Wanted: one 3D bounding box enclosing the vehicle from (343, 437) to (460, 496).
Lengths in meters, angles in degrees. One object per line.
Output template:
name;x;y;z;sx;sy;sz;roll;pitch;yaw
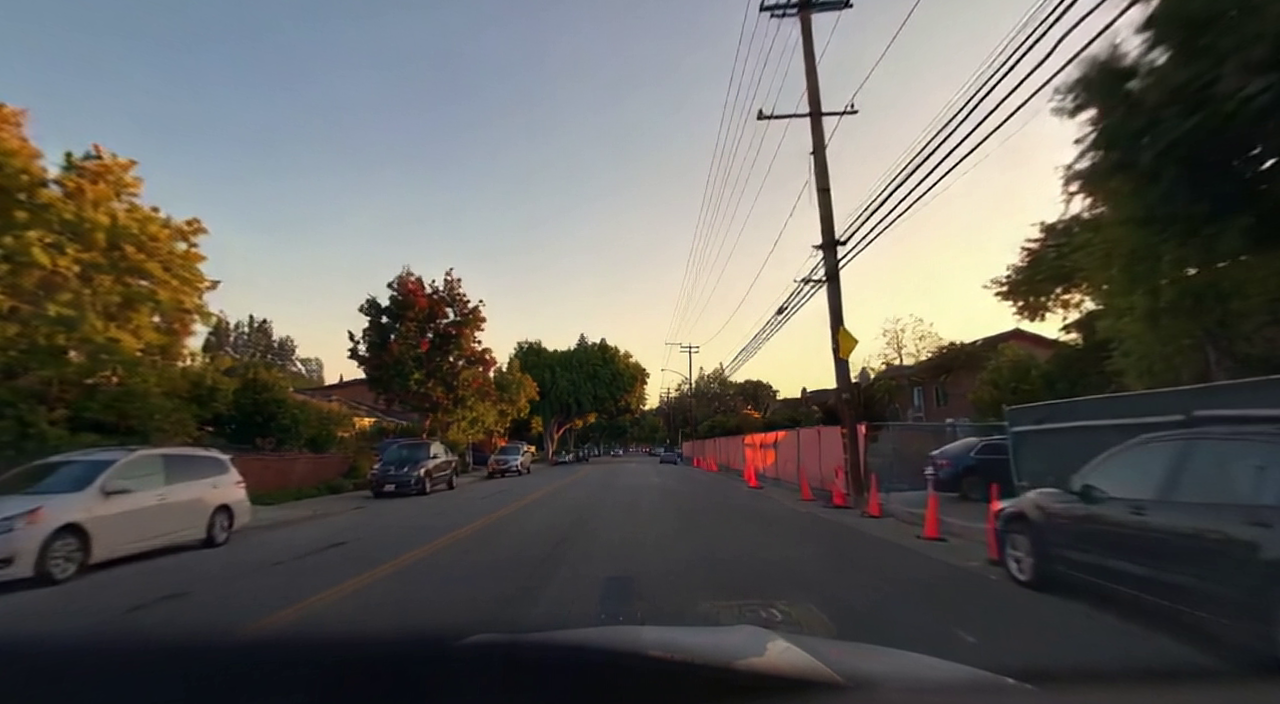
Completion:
vehicle;-7.714;3.733;21.001;2.019;1.723;4.650;0;-9;1

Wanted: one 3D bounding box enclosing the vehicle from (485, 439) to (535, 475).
vehicle;-6.843;5.603;33.642;1.932;1.743;4.079;-2;-9;-2

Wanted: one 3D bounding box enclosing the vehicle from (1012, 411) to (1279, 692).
vehicle;4.520;1.126;3.640;2.052;1.514;4.577;0;-9;1

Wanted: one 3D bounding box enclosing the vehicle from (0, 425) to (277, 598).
vehicle;-6.843;1.792;7.870;1.934;1.552;4.636;2;-10;-2
